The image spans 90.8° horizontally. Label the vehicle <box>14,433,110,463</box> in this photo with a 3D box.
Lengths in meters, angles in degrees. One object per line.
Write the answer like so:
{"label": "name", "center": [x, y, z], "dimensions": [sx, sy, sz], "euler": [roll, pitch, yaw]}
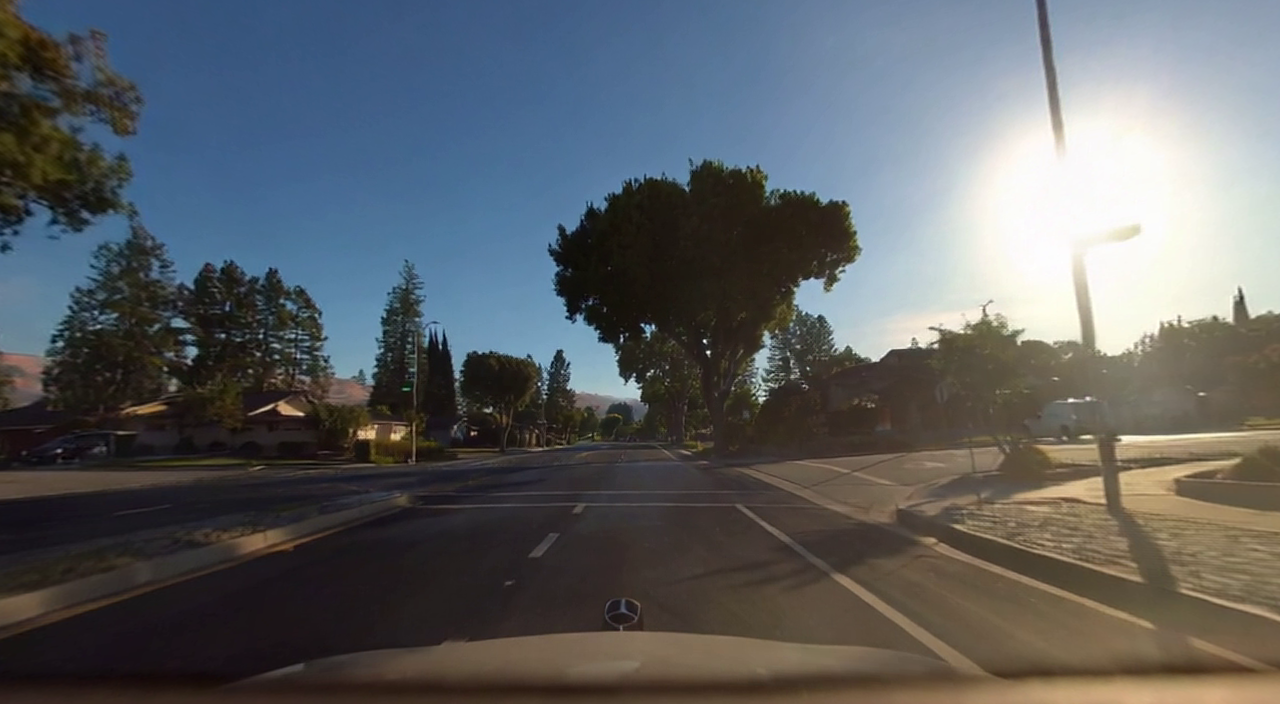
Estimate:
{"label": "vehicle", "center": [-30.045, 5.007, 33.020], "dimensions": [1.991, 1.435, 4.421], "euler": [3, -9, -19]}

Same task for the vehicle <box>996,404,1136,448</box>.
{"label": "vehicle", "center": [18.812, 3.308, 28.093], "dimensions": [4.698, 1.583, 2.081], "euler": [2, -11, 1]}
